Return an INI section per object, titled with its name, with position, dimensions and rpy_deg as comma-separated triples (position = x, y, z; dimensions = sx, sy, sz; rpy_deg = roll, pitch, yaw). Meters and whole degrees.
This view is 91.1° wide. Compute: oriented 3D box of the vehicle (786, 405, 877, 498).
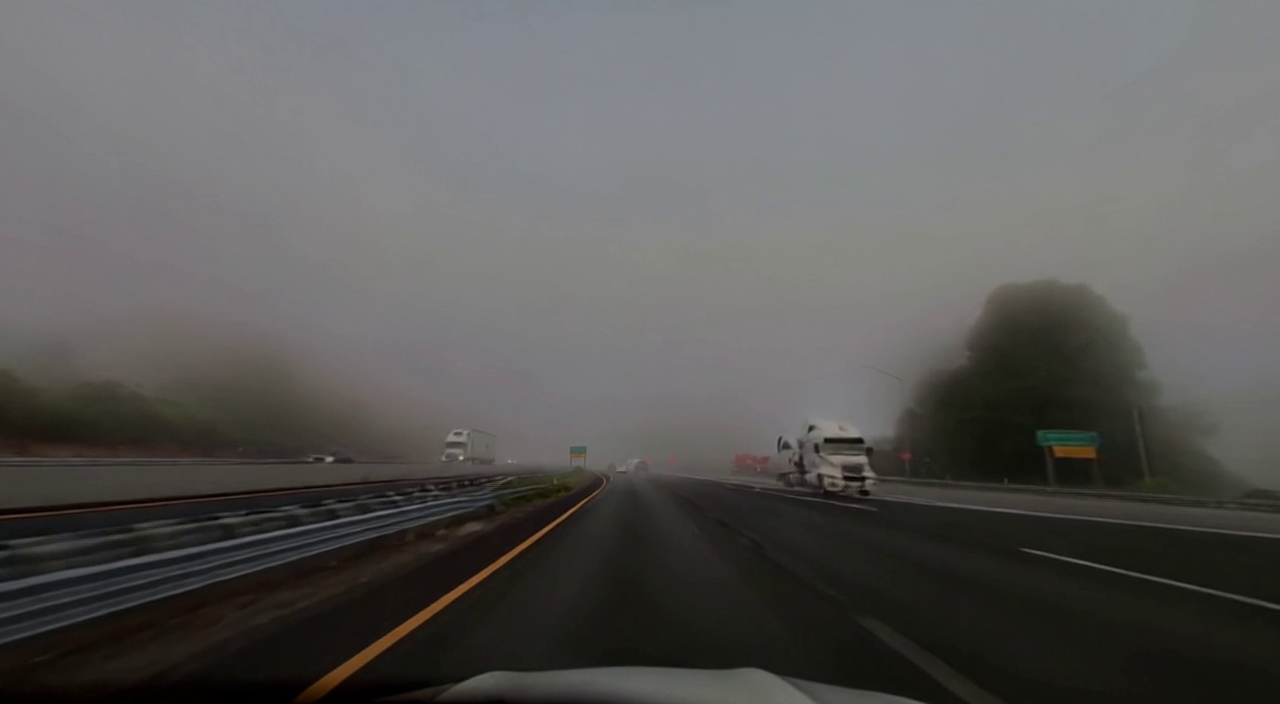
[vehicle]
position = 8.159, 4.370, 27.432
dimensions = 2.282, 3.633, 4.740
rpy_deg = 1, -10, -2
